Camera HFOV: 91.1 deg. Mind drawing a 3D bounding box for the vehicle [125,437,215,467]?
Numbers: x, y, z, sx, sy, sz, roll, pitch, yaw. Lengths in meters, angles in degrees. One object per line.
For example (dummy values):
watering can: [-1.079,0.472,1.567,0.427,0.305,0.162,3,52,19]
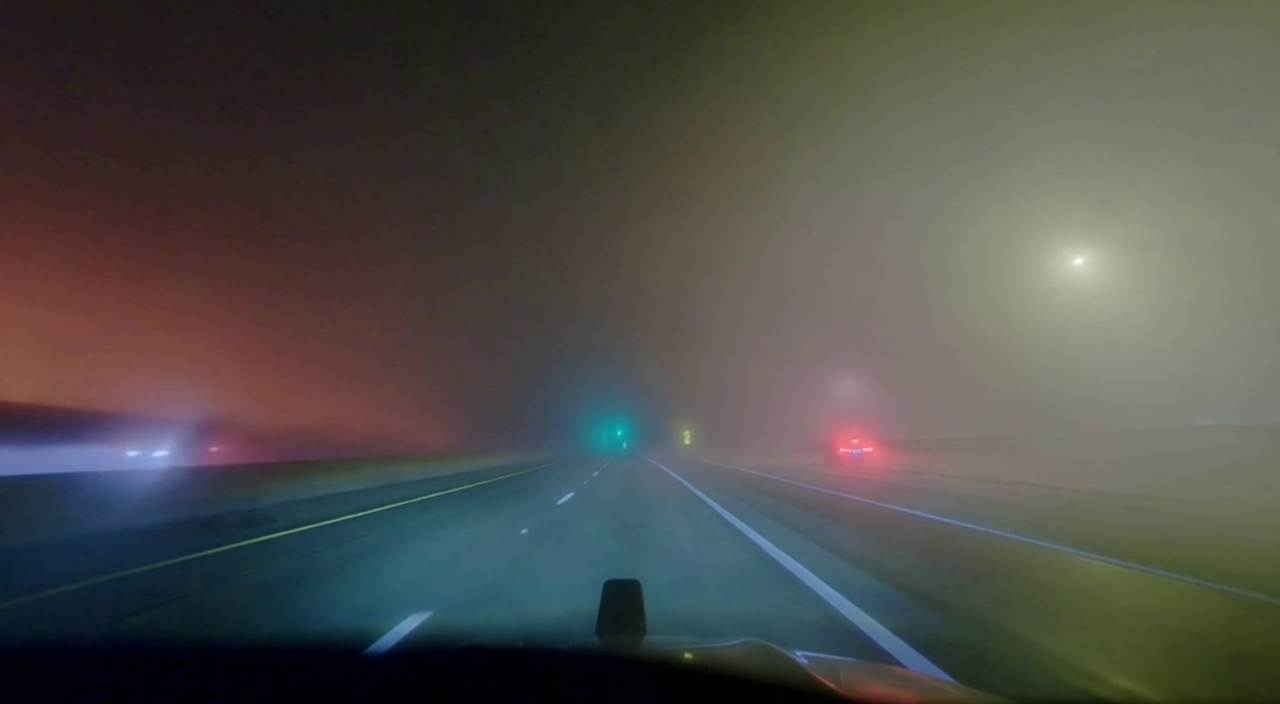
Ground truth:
vehicle: [-29.344,6.253,39.420,1.985,1.683,4.834,0,-8,-1]
